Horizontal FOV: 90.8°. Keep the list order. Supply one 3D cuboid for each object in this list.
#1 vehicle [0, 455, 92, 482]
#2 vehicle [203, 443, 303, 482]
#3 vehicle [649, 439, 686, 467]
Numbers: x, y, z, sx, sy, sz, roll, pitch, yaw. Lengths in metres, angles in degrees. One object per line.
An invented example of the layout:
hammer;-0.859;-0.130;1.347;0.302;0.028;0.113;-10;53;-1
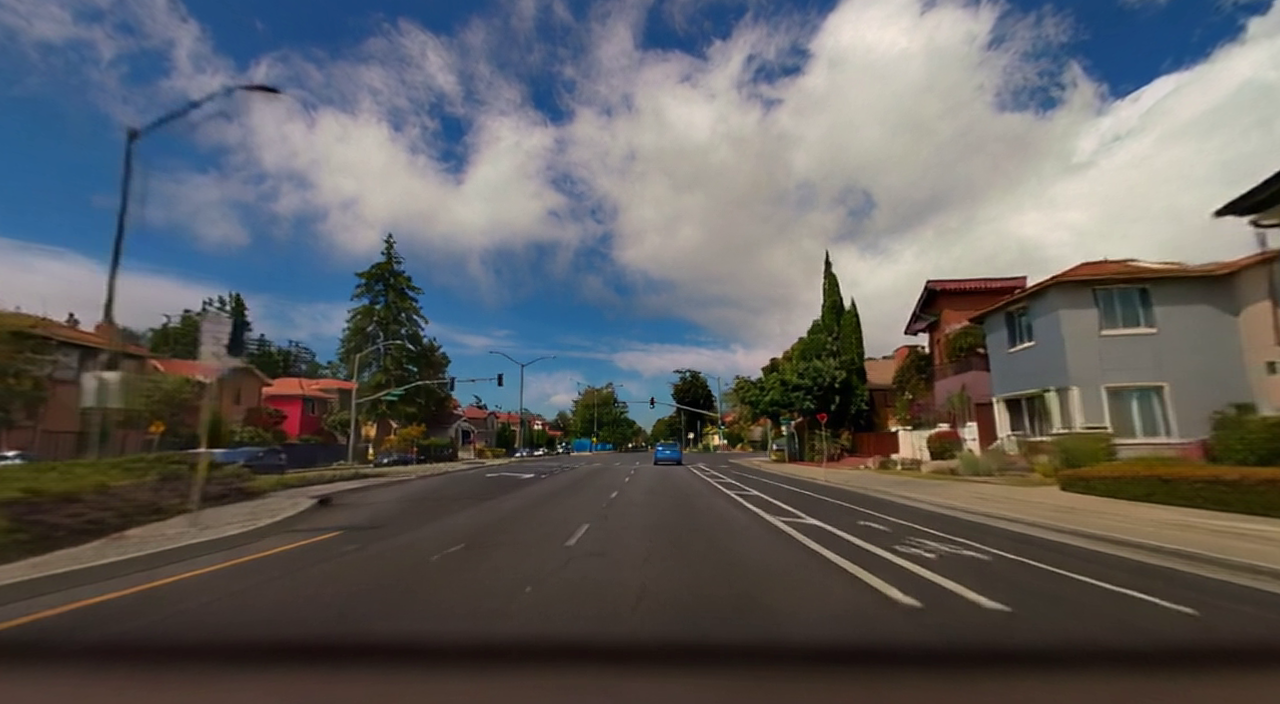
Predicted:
vehicle;-36.177;6.946;37.787;1.813;1.460;4.703;-3;-9;21
vehicle;-18.895;5.393;31.134;1.963;1.782;4.520;0;-9;2
vehicle;1.848;7.003;43.946;2.273;1.851;5.075;0;-9;0
